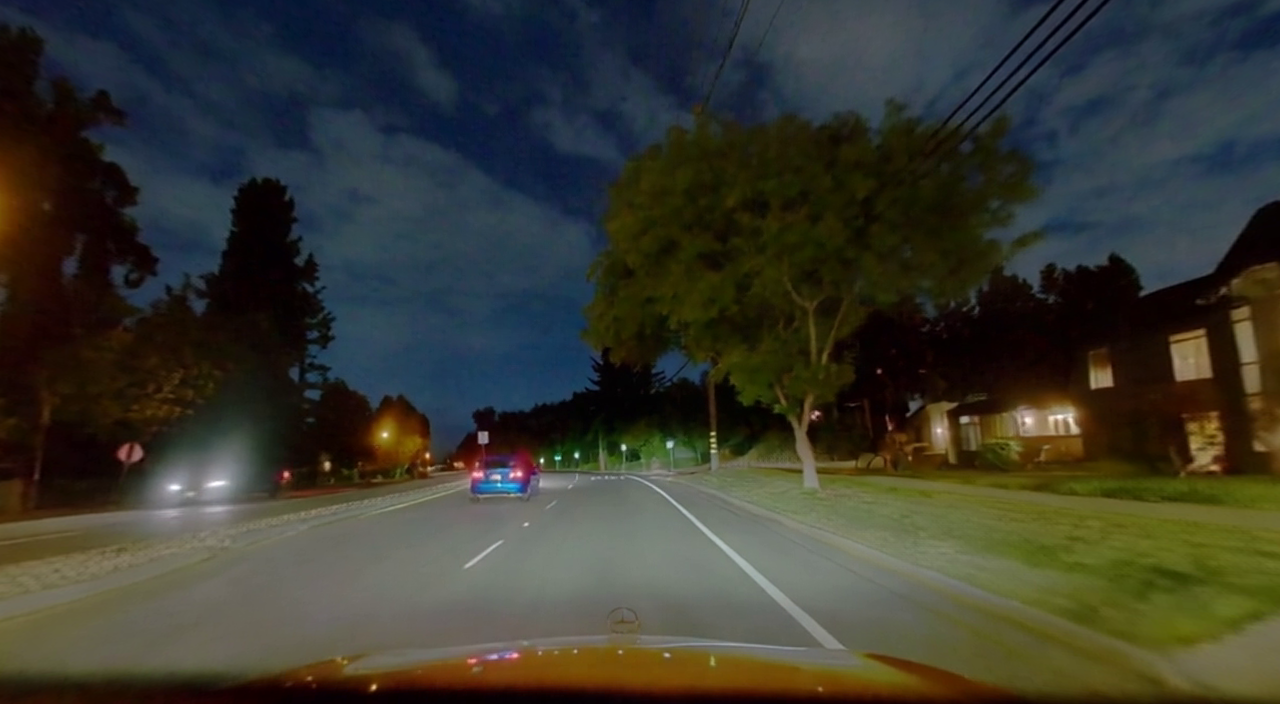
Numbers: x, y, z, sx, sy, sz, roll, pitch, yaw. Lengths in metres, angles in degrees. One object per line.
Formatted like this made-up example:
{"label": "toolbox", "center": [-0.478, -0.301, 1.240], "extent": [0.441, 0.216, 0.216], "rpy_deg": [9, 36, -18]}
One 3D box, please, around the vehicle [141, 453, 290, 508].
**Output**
{"label": "vehicle", "center": [-18.538, 5.575, 28.155], "extent": [2.544, 2.065, 6.253], "rpy_deg": [0, -9, -3]}

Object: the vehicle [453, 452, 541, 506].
{"label": "vehicle", "center": [-4.539, 4.079, 20.816], "extent": [1.980, 1.508, 4.502], "rpy_deg": [0, -9, -2]}

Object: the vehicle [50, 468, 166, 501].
{"label": "vehicle", "center": [-30.516, 7.609, 36.412], "extent": [4.582, 1.683, 1.974], "rpy_deg": [2, -9, -13]}
